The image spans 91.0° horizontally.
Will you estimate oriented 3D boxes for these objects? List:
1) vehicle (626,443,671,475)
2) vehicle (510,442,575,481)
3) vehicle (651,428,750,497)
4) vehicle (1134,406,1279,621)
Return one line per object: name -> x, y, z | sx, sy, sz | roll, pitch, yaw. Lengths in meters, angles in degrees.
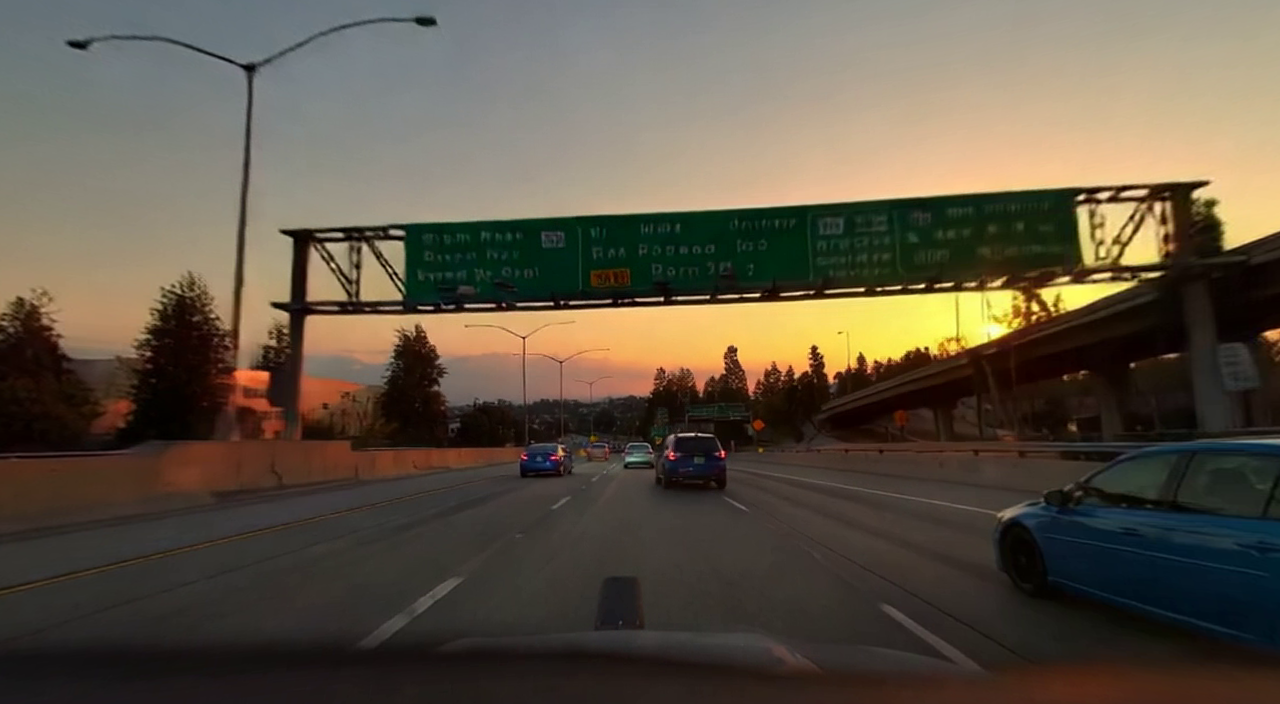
vehicle -> 0.385, 5.278, 31.300 | 2.089, 1.493, 3.964 | 0, -9, 0
vehicle -> -4.024, 4.593, 26.684 | 2.031, 1.491, 4.145 | 0, -9, 1
vehicle -> 1.587, 3.131, 18.163 | 2.202, 1.748, 4.158 | 1, -9, -4
vehicle -> 6.030, 1.136, 4.065 | 2.055, 1.656, 4.370 | 0, -9, -1
